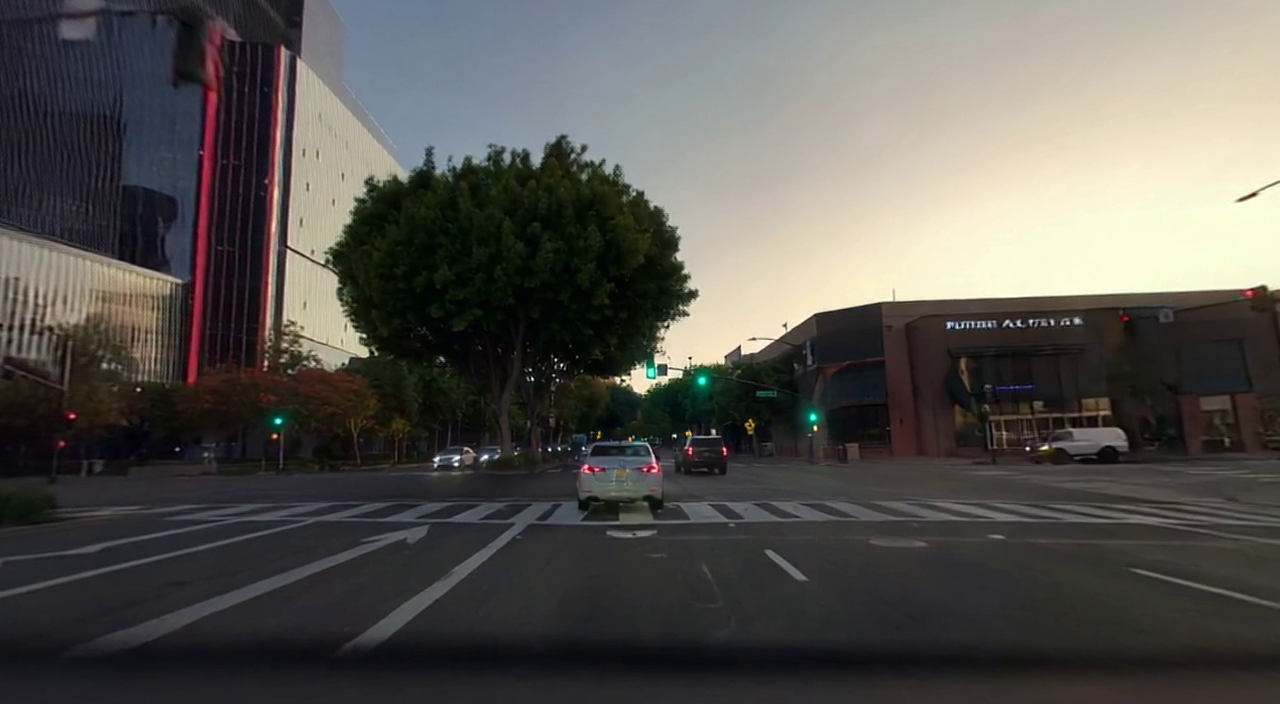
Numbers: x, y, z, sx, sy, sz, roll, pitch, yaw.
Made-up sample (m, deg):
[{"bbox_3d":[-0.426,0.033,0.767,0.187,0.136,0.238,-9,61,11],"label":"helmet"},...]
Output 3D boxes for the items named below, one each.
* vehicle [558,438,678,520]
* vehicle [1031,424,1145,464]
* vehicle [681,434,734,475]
[{"bbox_3d":[-0.436,2.565,13.419,2.144,1.398,3.963,1,-7,-1],"label":"vehicle"},{"bbox_3d":[23.961,4.957,33.925,4.384,2.000,2.345,1,-8,-4],"label":"vehicle"},{"bbox_3d":[3.202,4.906,30.601,2.078,1.799,4.089,1,-7,-1],"label":"vehicle"}]
